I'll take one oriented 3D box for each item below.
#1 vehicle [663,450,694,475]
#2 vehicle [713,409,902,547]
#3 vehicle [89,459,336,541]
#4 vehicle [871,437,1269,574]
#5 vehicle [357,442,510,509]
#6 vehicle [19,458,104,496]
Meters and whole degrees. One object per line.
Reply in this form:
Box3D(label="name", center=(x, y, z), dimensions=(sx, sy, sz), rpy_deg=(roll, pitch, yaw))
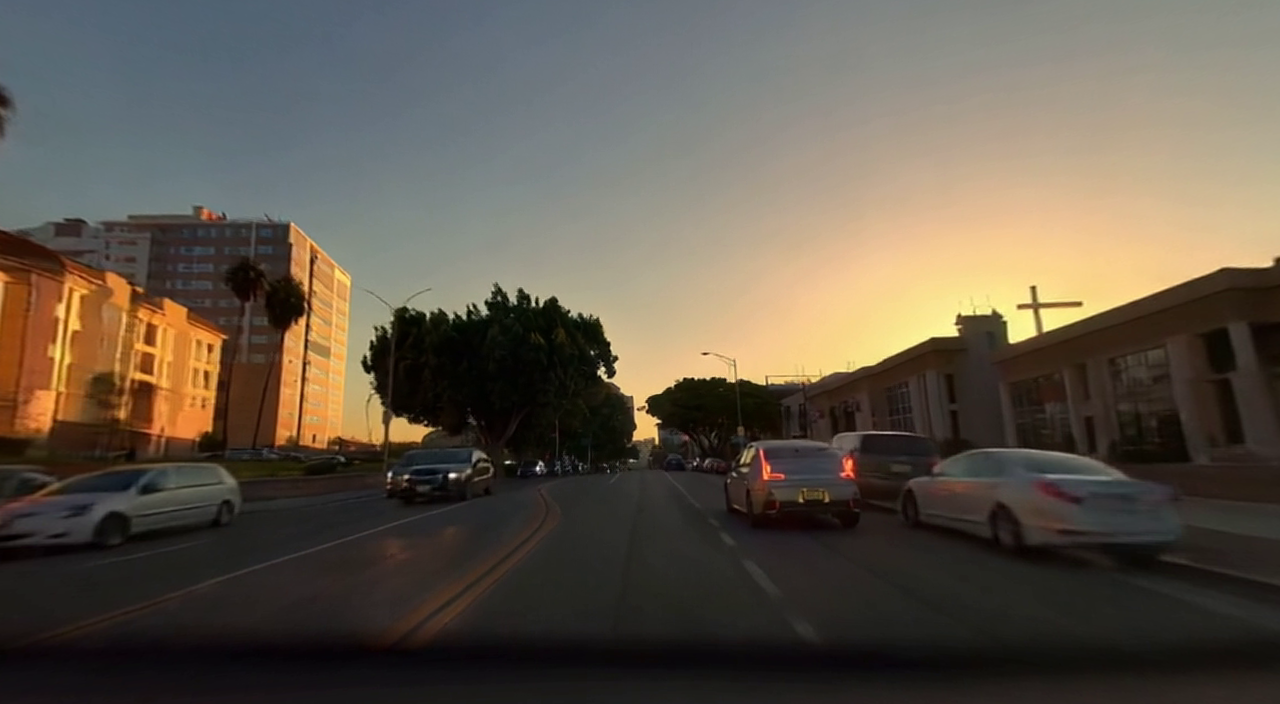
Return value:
Box3D(label="vehicle", center=(2.820, 8.039, 46.149), dimensions=(2.196, 1.655, 3.939), rpy_deg=(-1, -9, 4))
Box3D(label="vehicle", center=(2.545, 2.053, 10.884), dimensions=(1.995, 1.858, 4.333), rpy_deg=(0, -9, -1))
Box3D(label="vehicle", center=(-8.772, 3.051, 13.637), dimensions=(1.921, 1.340, 4.655), rpy_deg=(-1, -9, 3))
Box3D(label="vehicle", center=(5.450, 1.991, 9.229), dimensions=(2.166, 1.399, 5.177), rpy_deg=(0, -9, 0))
Box3D(label="vehicle", center=(-5.118, 3.120, 16.570), dimensions=(2.153, 1.469, 4.939), rpy_deg=(-1, -9, 2))
Box3D(label="vehicle", center=(-28.777, 6.163, 31.431), dimensions=(3.808, 1.723, 2.008), rpy_deg=(-6, -10, 32))
